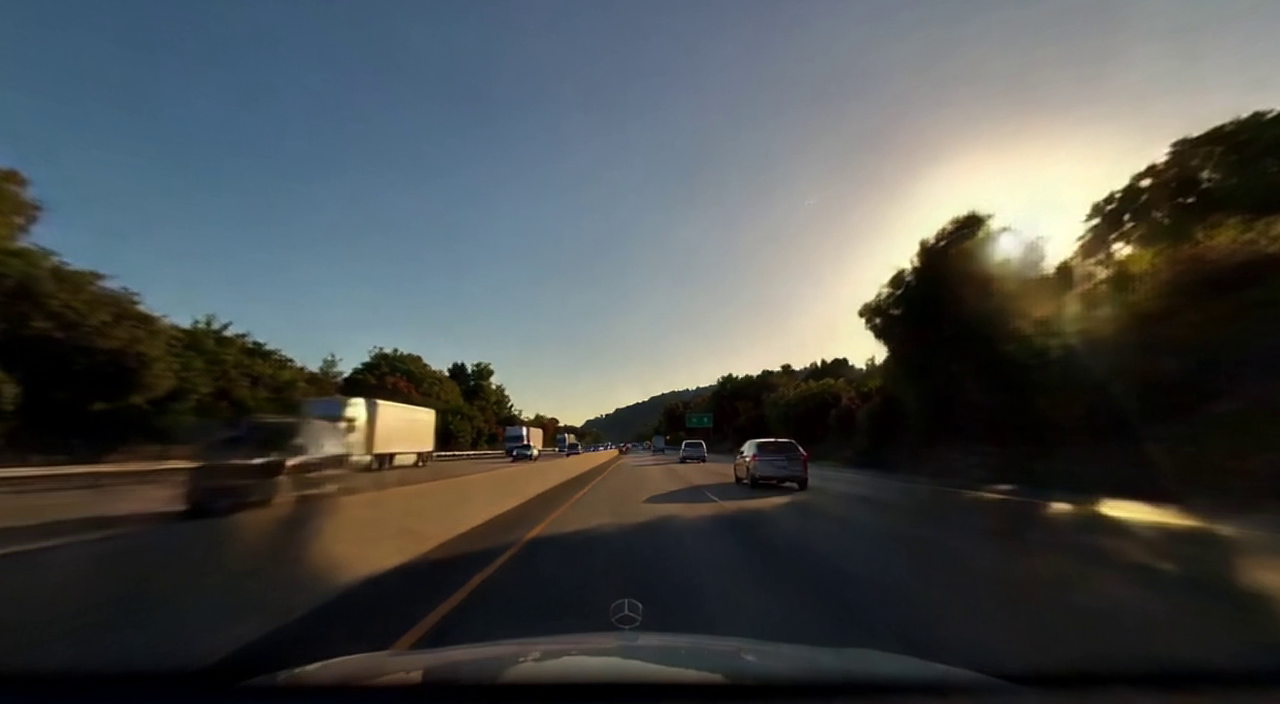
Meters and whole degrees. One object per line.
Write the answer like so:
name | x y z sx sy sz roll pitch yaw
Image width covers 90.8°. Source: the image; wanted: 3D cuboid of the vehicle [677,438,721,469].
vehicle | 3.498 6.102 38.051 2.070 1.751 4.576 0 -9 -2

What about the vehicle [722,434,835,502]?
vehicle | 3.582 3.097 17.190 2.023 1.603 4.159 0 -9 -1

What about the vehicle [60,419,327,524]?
vehicle | -8.325 2.265 12.451 1.988 1.672 4.426 0 -9 0

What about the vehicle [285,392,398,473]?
vehicle | -15.658 4.368 33.723 3.005 3.890 6.103 0 -9 -1
